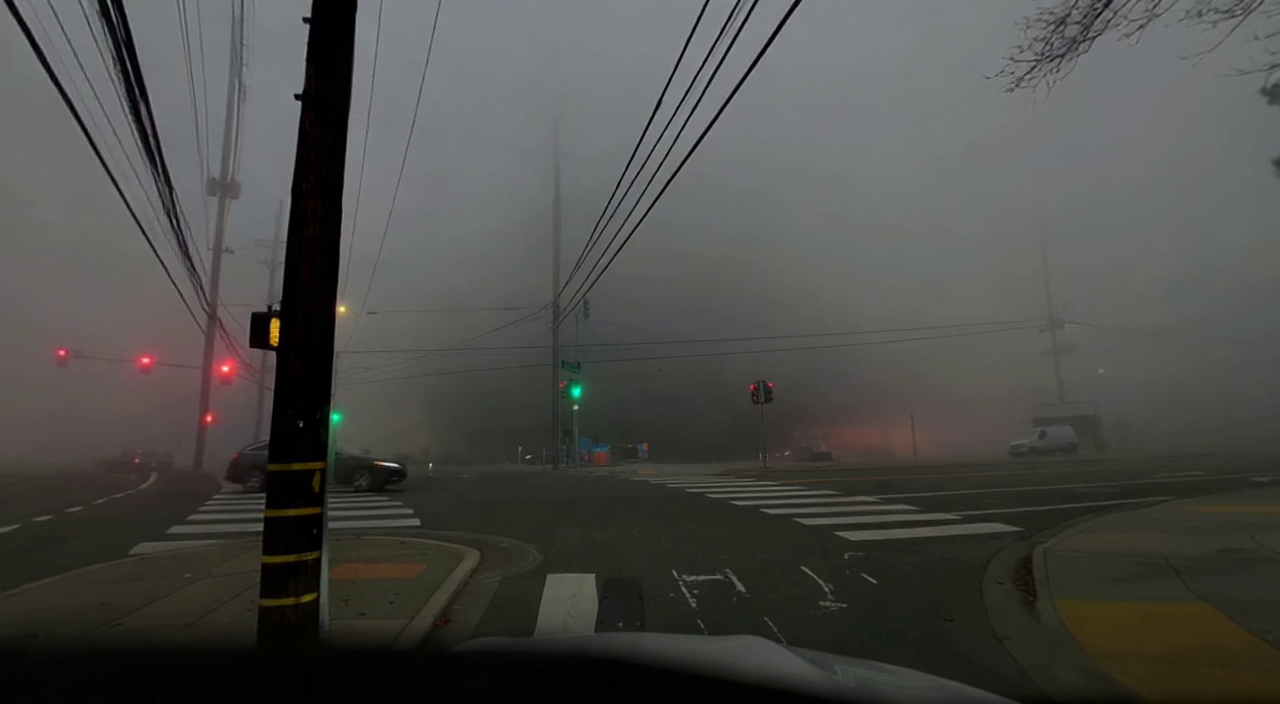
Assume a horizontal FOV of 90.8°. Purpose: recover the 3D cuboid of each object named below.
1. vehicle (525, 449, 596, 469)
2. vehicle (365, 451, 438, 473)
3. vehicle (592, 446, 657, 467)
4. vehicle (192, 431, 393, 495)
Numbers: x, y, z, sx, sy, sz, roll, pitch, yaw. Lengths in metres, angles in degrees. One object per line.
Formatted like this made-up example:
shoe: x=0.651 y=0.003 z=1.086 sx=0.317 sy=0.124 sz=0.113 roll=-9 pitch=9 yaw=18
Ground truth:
vehicle: x=-5.904 y=7.931 z=47.075 sx=4.837 sy=1.407 sz=1.818 roll=4 pitch=-9 yaw=-26
vehicle: x=-17.052 y=7.845 z=45.209 sx=4.623 sy=1.471 sz=1.805 roll=4 pitch=-9 yaw=-25
vehicle: x=-1.128 y=7.548 z=45.816 sx=4.391 sy=1.451 sz=1.717 roll=4 pitch=-9 yaw=-26
vehicle: x=-9.683 y=3.091 z=17.811 sx=4.530 sy=1.648 sz=2.075 roll=-1 pitch=-9 yaw=9
